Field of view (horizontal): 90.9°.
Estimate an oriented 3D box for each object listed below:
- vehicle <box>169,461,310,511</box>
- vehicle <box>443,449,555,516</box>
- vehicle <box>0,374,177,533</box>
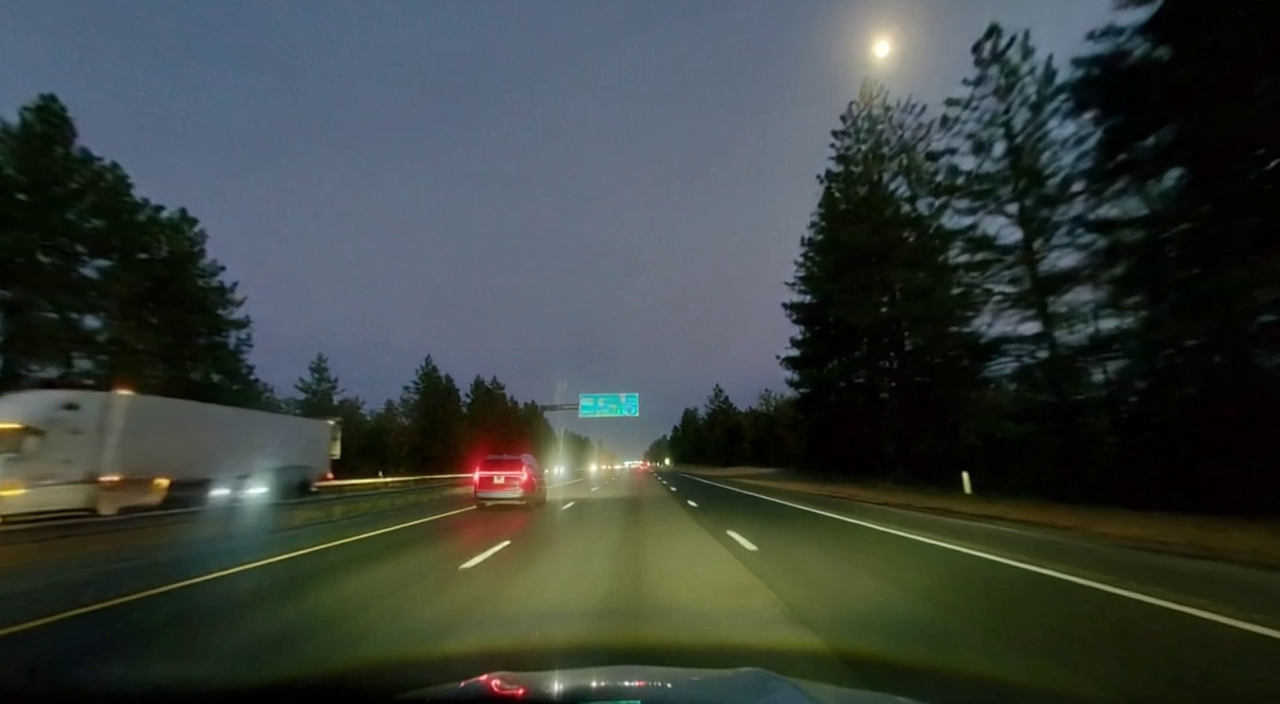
[{"bbox_3d":[-13.500,4.532,21.651,1.863,1.508,4.498,1,-10,0],"label":"vehicle"},{"bbox_3d":[-3.684,3.534,17.361,2.081,1.586,4.245,0,-10,0],"label":"vehicle"},{"bbox_3d":[-17.580,3.044,18.676,2.973,3.982,5.879,1,-10,-1],"label":"vehicle"}]
